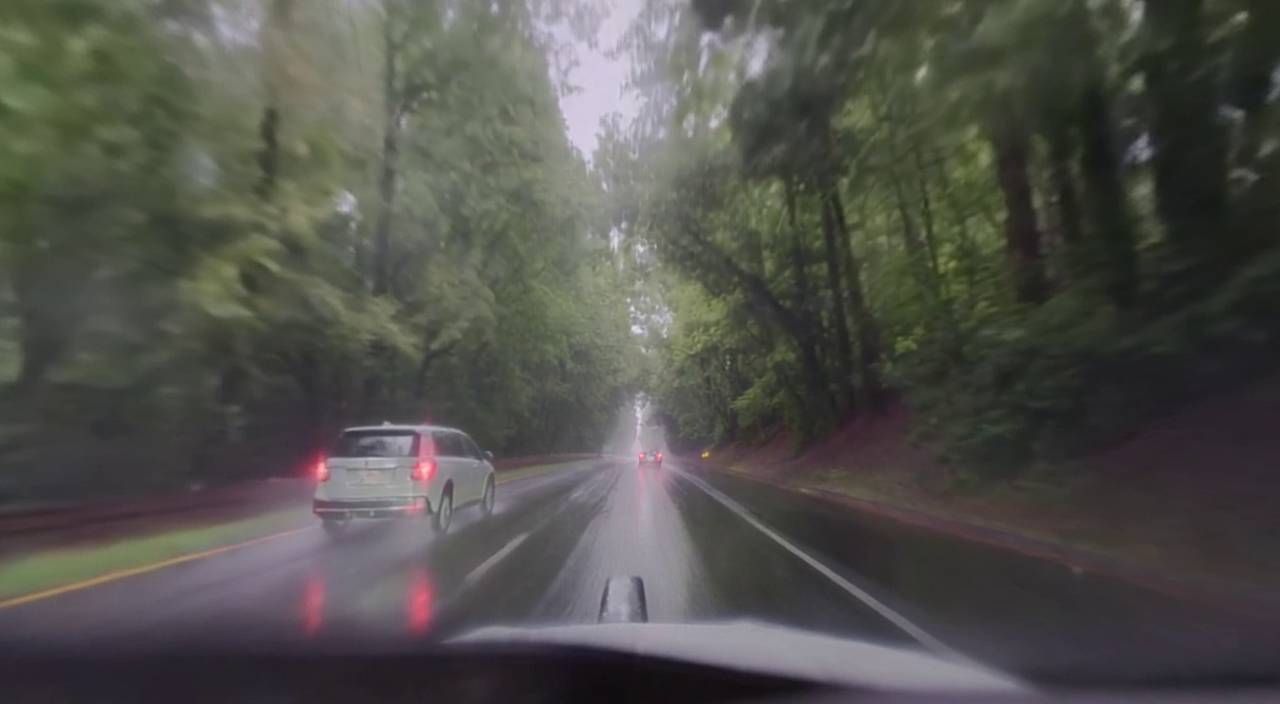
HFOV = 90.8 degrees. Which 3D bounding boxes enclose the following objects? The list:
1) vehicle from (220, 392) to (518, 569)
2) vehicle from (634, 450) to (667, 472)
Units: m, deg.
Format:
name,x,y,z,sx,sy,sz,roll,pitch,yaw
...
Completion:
name,x,y,z,sx,sy,sz,roll,pitch,yaw
vehicle,-3.642,1.865,9.886,2.418,2.049,4.930,0,-9,0
vehicle,0.653,7.414,43.125,2.046,1.452,4.407,0,-9,-2
